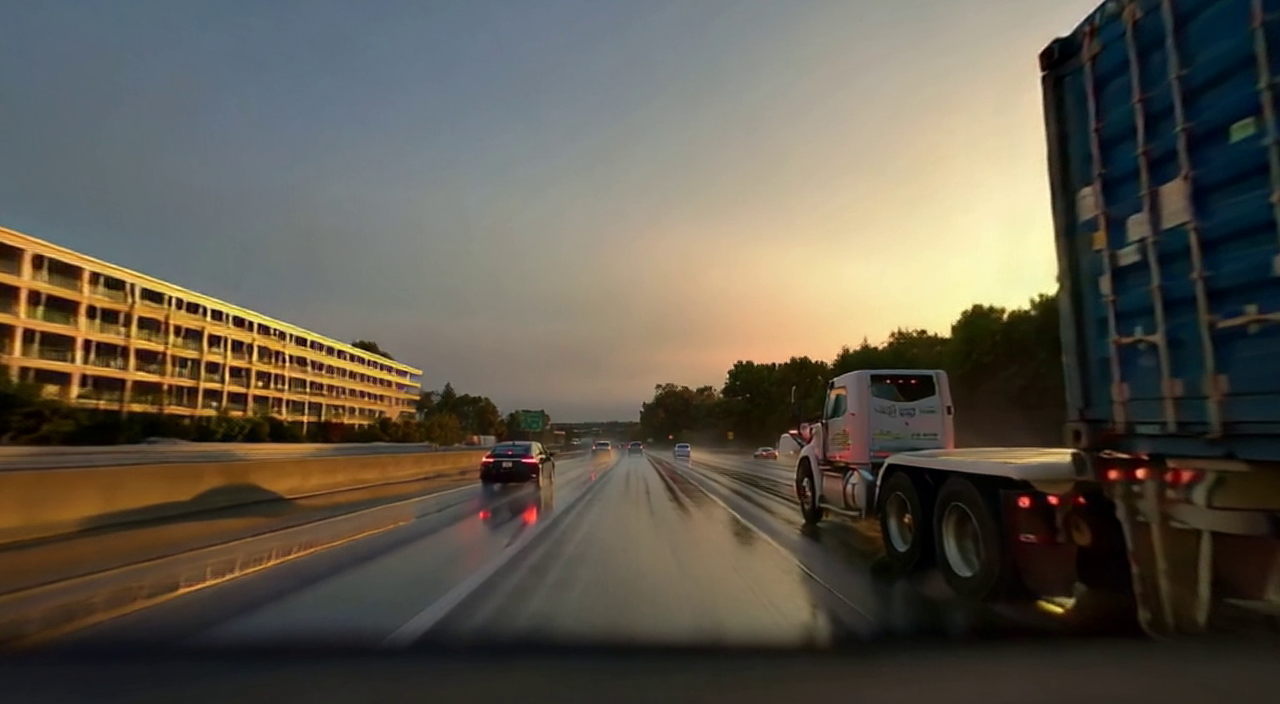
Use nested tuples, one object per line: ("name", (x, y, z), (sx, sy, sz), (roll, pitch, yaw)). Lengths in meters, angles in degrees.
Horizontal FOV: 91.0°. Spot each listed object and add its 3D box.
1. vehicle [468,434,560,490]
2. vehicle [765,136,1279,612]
("vehicle", (-3.730, 3.338, 19.419), (1.954, 1.528, 4.010), (1, -9, 0))
("vehicle", (3.790, 0.551, 8.167), (3.089, 3.779, 6.420), (0, -9, 1))
